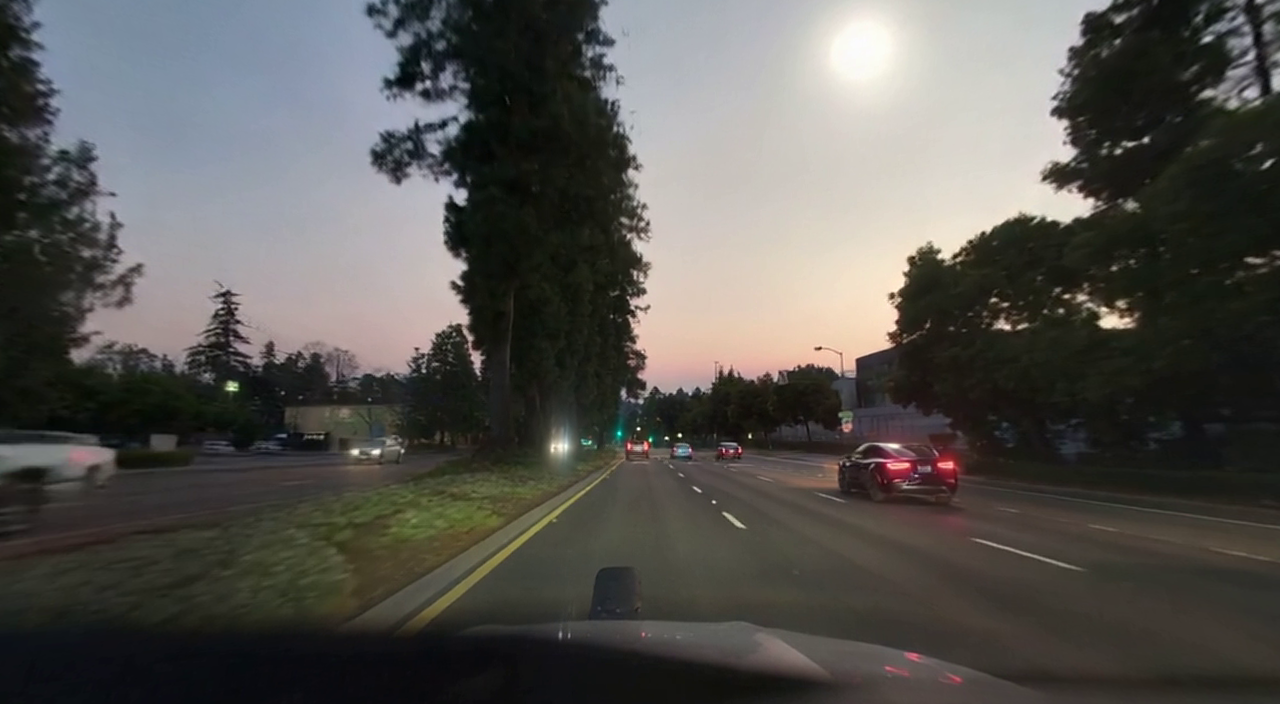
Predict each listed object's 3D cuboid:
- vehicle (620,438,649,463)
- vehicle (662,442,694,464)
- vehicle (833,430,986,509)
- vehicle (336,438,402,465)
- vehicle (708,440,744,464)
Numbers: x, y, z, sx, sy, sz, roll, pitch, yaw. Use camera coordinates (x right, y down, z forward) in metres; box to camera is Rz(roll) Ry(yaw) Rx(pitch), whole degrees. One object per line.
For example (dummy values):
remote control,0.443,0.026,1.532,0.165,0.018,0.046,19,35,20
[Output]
vehicle,-0.433,7.500,48.350,2.146,1.800,4.042,1,-8,-1
vehicle,2.811,7.496,47.138,1.930,1.483,4.471,1,-8,-2
vehicle,6.749,2.969,16.459,1.987,1.730,4.373,1,-8,-1
vehicle,-17.676,6.507,41.477,2.005,1.628,4.940,0,-8,1
vehicle,6.186,7.243,45.957,1.931,1.685,4.054,1,-8,-2
